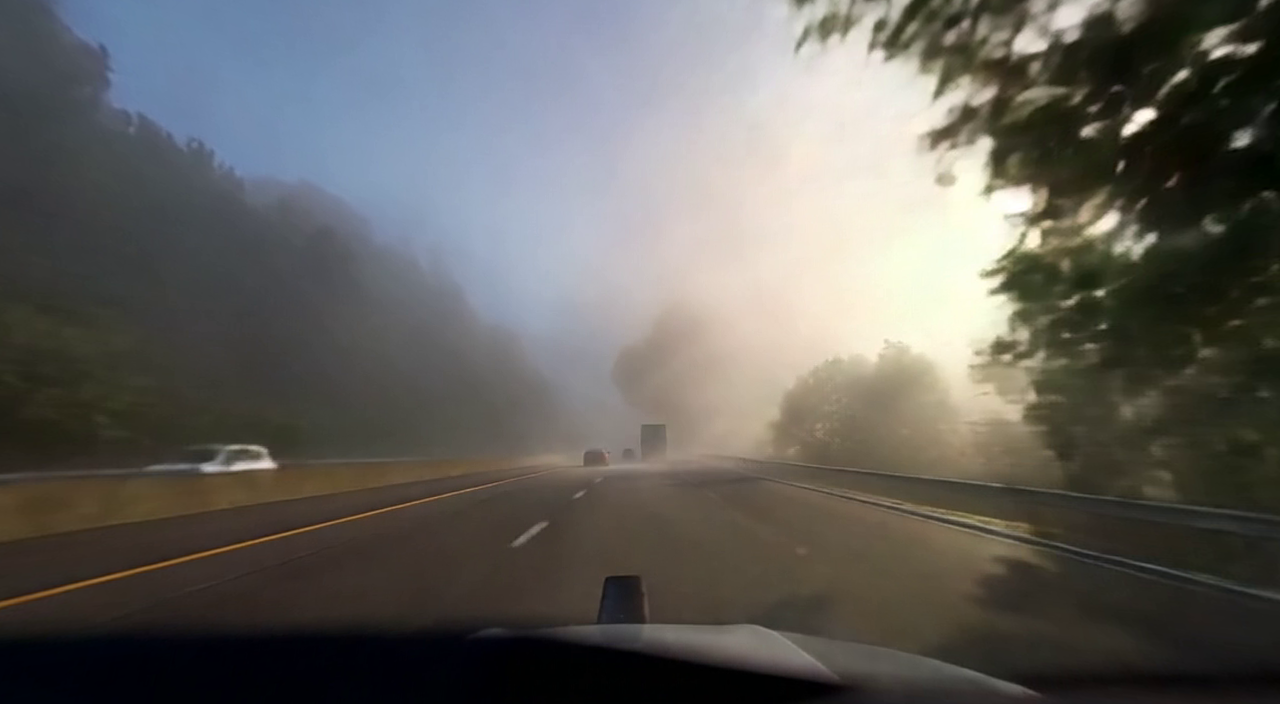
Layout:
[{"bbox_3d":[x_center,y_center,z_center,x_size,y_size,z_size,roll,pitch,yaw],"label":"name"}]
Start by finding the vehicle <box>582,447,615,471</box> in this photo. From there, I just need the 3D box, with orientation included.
[{"bbox_3d":[-3.001,7.821,46.307,2.057,1.618,4.212,0,-9,1],"label":"vehicle"}]

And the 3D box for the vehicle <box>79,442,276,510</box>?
[{"bbox_3d":[-11.848,3.180,16.631,1.961,1.550,4.218,0,-9,0],"label":"vehicle"}]
